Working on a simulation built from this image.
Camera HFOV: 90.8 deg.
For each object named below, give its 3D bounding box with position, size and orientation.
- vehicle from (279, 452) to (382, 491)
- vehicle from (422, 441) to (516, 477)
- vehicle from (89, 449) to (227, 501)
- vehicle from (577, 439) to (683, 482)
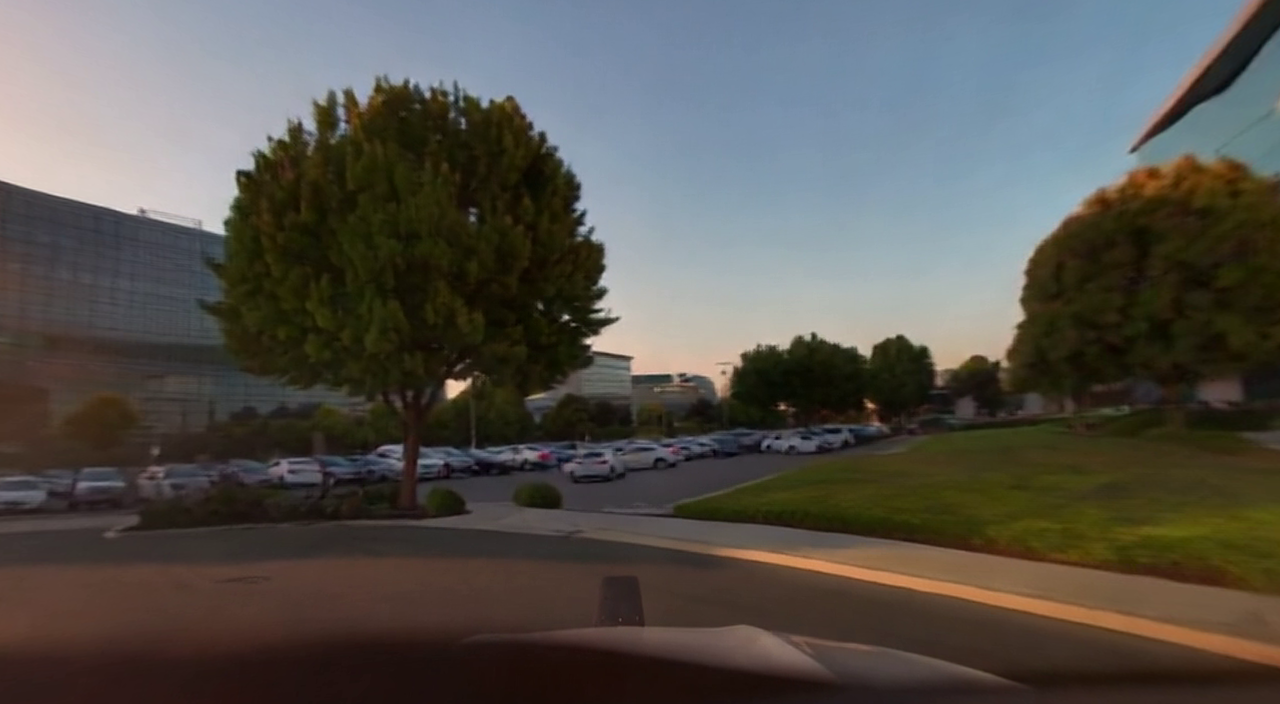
[{"bbox_3d":[-14.802,5.713,30.204,4.622,1.479,1.849,-8,-11,22],"label":"vehicle"},{"bbox_3d":[-10.618,6.664,39.279,5.285,1.837,2.318,-8,-10,21],"label":"vehicle"},{"bbox_3d":[-17.839,4.549,23.354,4.934,1.543,1.915,-8,-11,25],"label":"vehicle"},{"bbox_3d":[-0.523,5.326,30.969,4.755,1.707,1.889,-9,-11,24],"label":"vehicle"}]
